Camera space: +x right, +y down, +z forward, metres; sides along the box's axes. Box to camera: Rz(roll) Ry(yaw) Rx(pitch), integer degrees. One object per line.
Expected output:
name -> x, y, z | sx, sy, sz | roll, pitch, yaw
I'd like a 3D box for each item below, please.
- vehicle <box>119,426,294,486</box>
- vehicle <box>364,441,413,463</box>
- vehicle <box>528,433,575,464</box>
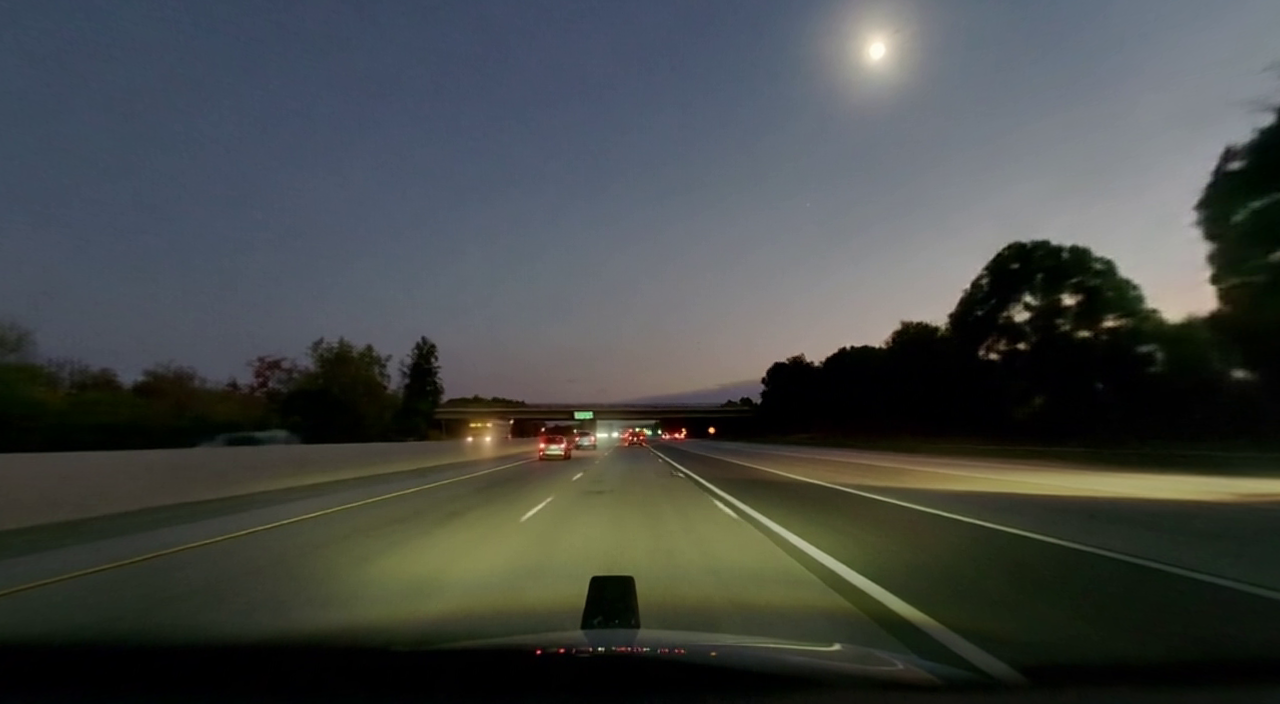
vehicle -> -12.968, 3.118, 19.347 | 1.994, 1.594, 4.817 | 0, -8, -1
vehicle -> -17.788, 7.074, 44.768 | 1.752, 1.452, 4.406 | 0, -8, -1
vehicle -> -4.478, 4.947, 32.405 | 1.933, 1.473, 4.023 | 0, -8, -1
